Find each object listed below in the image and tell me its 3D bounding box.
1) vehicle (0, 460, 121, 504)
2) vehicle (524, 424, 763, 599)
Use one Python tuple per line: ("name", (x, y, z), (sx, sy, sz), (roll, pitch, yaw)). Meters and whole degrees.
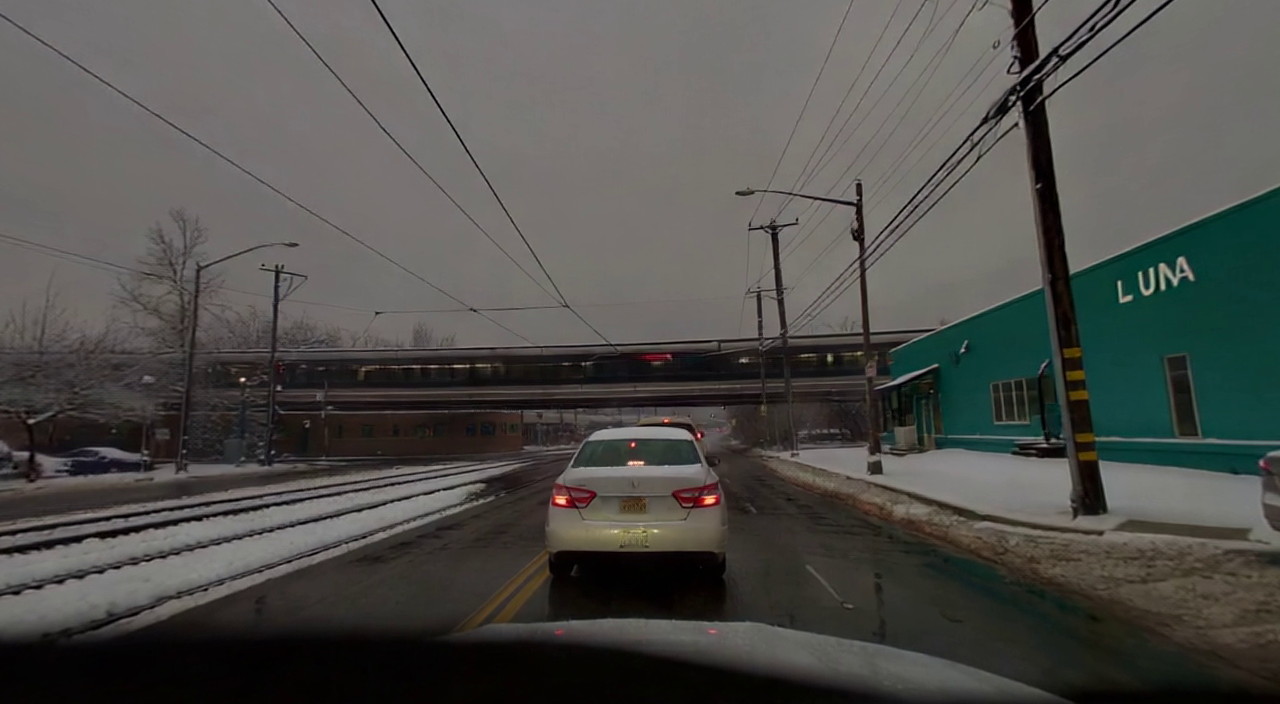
("vehicle", (-21.904, 4.688, 22.862), (4.566, 1.453, 1.935), (-1, -9, 5))
("vehicle", (0.119, 1.711, 7.625), (2.090, 1.518, 4.033), (-1, -9, 3))
